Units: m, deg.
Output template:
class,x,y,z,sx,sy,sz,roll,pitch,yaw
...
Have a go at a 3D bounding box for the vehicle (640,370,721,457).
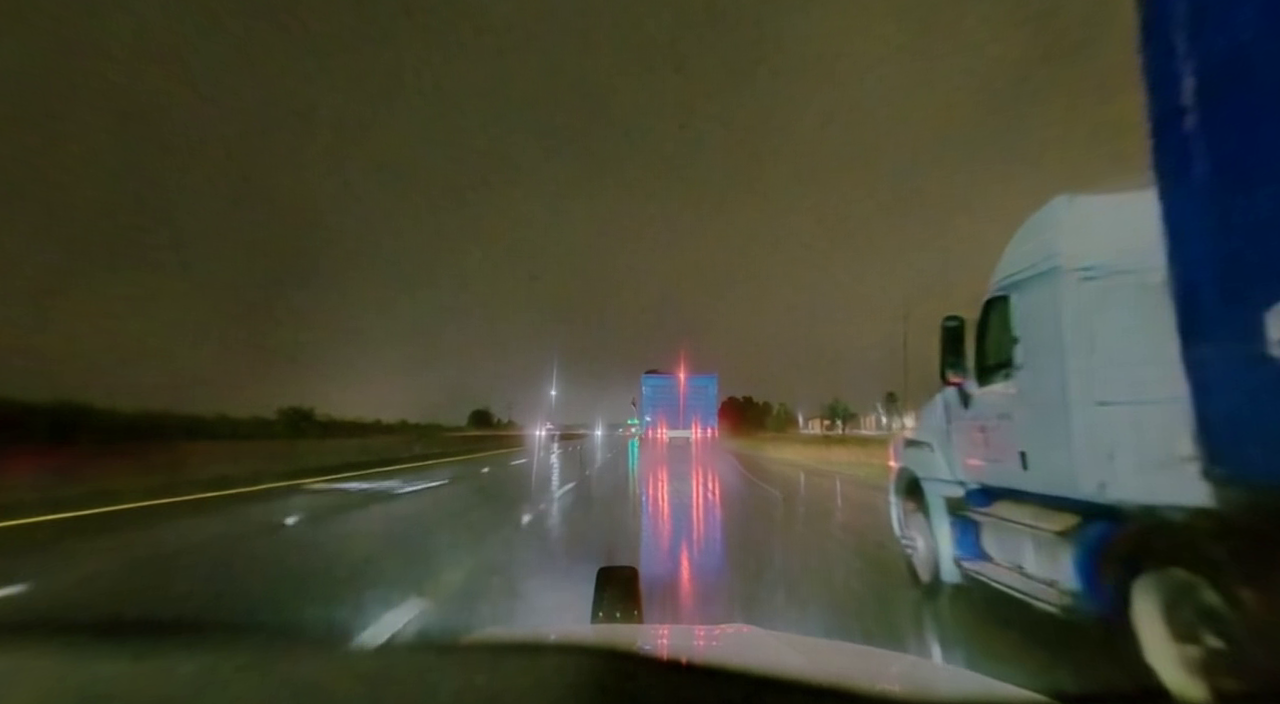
class,x,y,z,sx,sy,sz,roll,pitch,yaw
vehicle,1.832,3.425,32.809,3.446,3.698,12.089,0,-8,1
